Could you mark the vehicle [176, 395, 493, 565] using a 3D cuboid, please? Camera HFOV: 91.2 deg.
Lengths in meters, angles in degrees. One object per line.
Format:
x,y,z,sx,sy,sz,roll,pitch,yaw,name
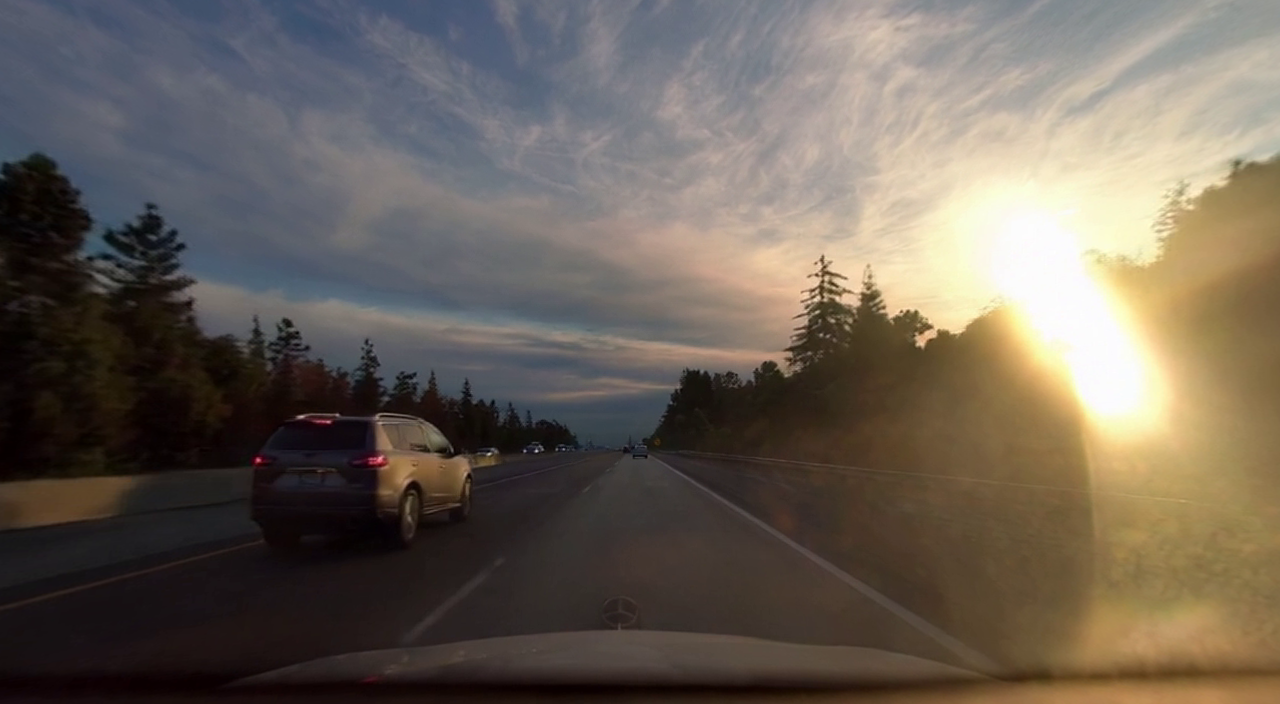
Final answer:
-3.793,1.720,9.011,2.292,1.802,4.481,0,-9,0,vehicle
